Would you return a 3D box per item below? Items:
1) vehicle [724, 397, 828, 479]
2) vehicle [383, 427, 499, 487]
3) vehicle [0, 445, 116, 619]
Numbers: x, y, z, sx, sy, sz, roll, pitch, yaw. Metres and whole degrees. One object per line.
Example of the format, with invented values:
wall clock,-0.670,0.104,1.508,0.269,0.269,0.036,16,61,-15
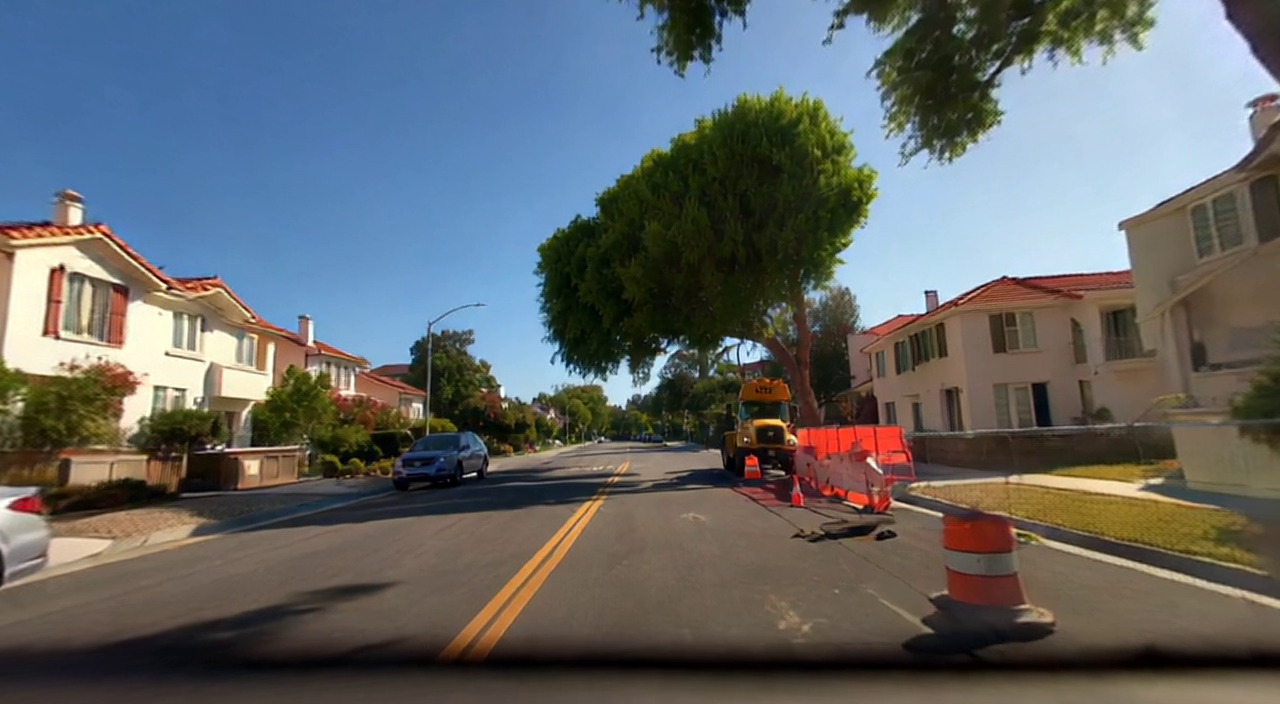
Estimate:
vehicle,4.606,3.002,21.956,2.501,2.613,3.505,1,-8,-6
vehicle,-6.460,3.485,21.173,2.220,1.765,4.799,0,-9,1
vehicle,-6.517,1.362,4.108,1.974,1.479,4.888,0,-8,1
